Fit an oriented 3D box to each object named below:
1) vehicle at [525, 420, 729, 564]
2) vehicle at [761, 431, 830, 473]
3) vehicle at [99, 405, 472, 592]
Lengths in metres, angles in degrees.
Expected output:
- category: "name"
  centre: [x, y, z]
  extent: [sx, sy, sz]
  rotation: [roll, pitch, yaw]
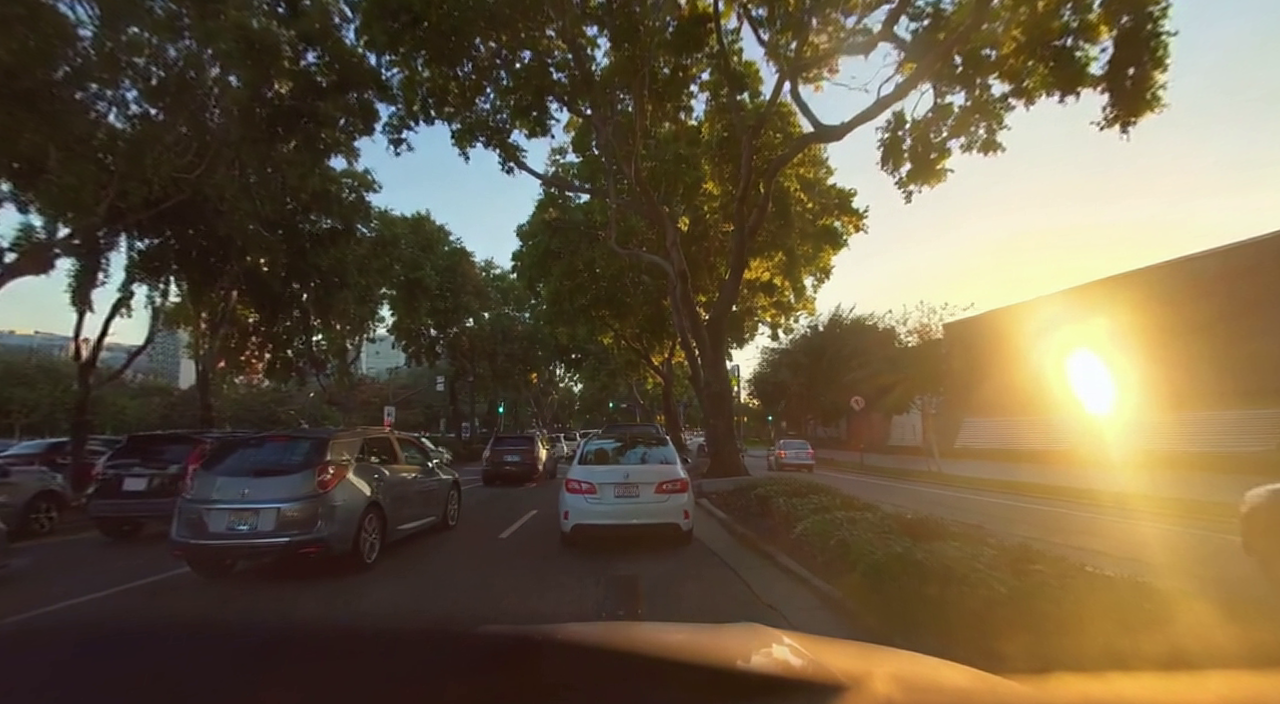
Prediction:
- category: "vehicle"
  centre: [-0.172, 1.801, 8.854]
  extent: [2.161, 1.501, 4.184]
  rotation: [0, -8, -1]
- category: "vehicle"
  centre: [6.743, 4.368, 27.792]
  extent: [1.889, 1.681, 4.120]
  rotation: [0, -9, -1]
- category: "vehicle"
  centre: [-3.707, 1.613, 7.799]
  extent: [2.009, 1.619, 4.376]
  rotation: [0, -8, 1]
